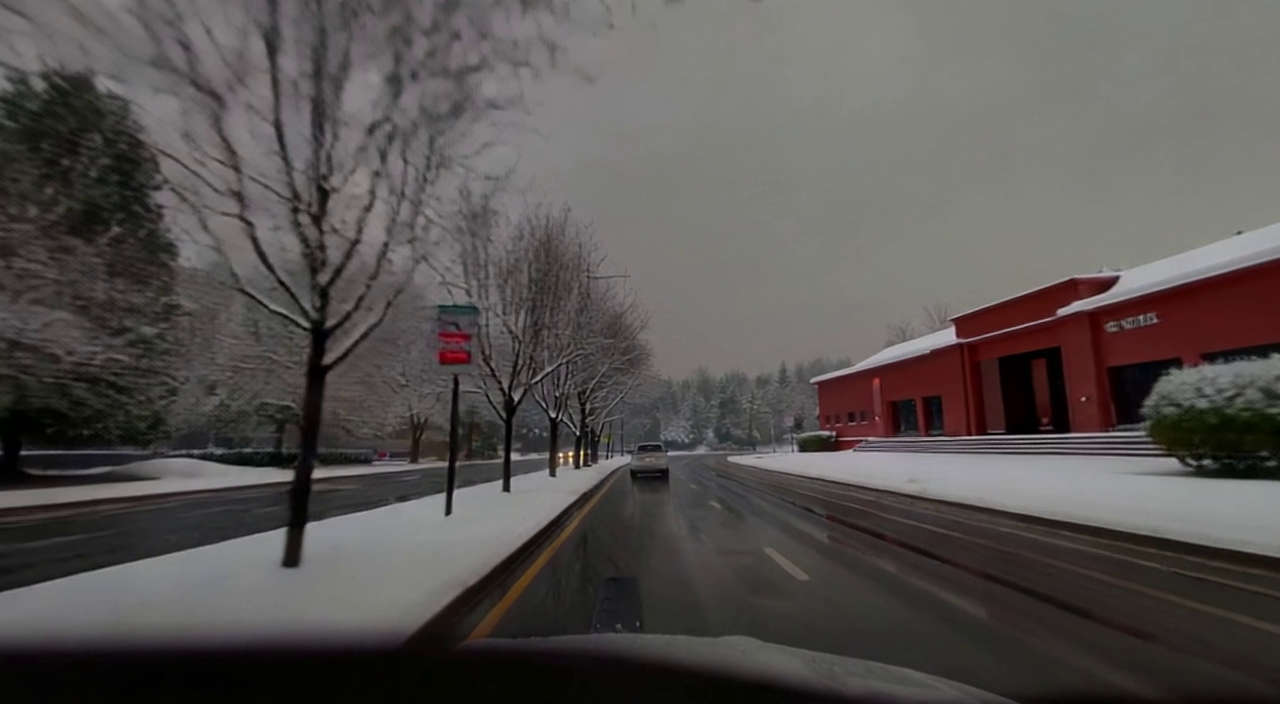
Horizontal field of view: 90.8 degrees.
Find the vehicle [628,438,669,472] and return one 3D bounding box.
[{"bbox_3d":[0.468,5.619,34.553,2.123,1.703,4.292,0,-8,1],"label":"vehicle"}]
